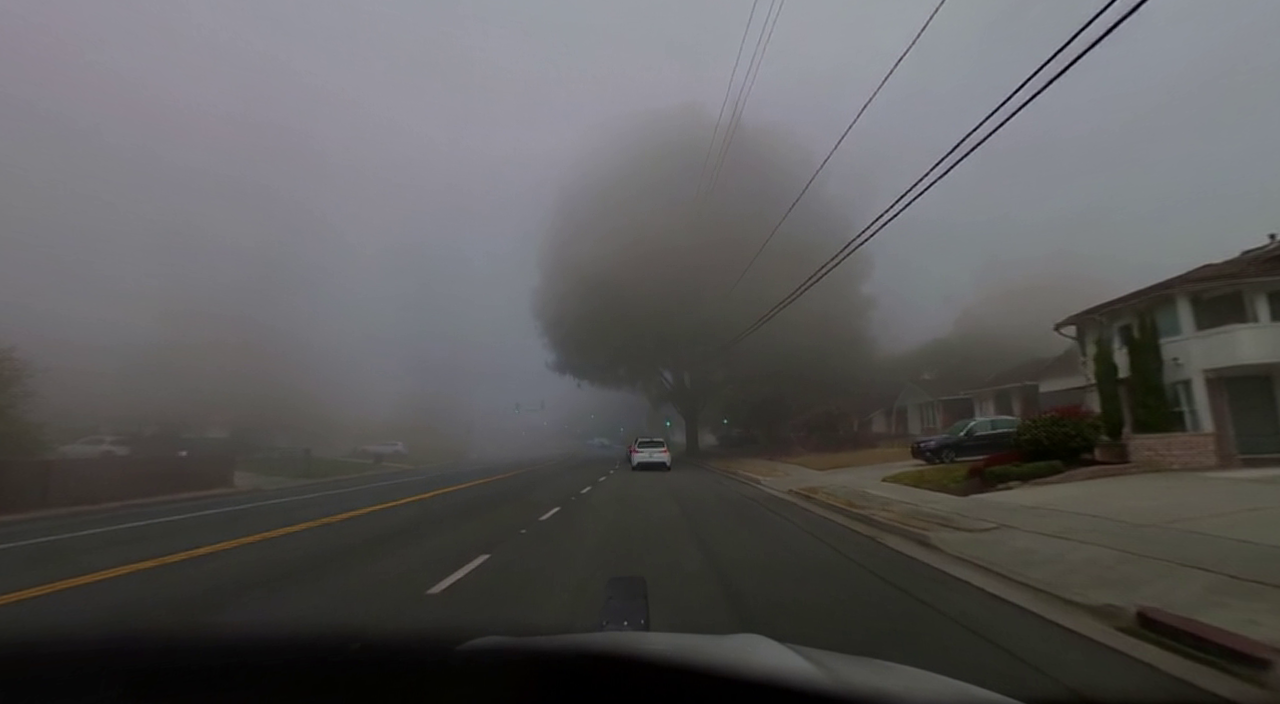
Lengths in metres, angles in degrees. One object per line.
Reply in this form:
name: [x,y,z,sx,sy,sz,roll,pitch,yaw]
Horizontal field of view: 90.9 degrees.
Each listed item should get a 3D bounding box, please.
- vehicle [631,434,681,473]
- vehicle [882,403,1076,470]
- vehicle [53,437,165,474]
vehicle: [0.684,4.563,28.342,2.088,1.607,3.903,0,-9,1]
vehicle: [10.288,2.611,19.400,4.746,1.485,1.916,-6,-8,0]
vehicle: [-28.372,5.487,33.666,5.100,1.864,2.490,-4,-9,25]
